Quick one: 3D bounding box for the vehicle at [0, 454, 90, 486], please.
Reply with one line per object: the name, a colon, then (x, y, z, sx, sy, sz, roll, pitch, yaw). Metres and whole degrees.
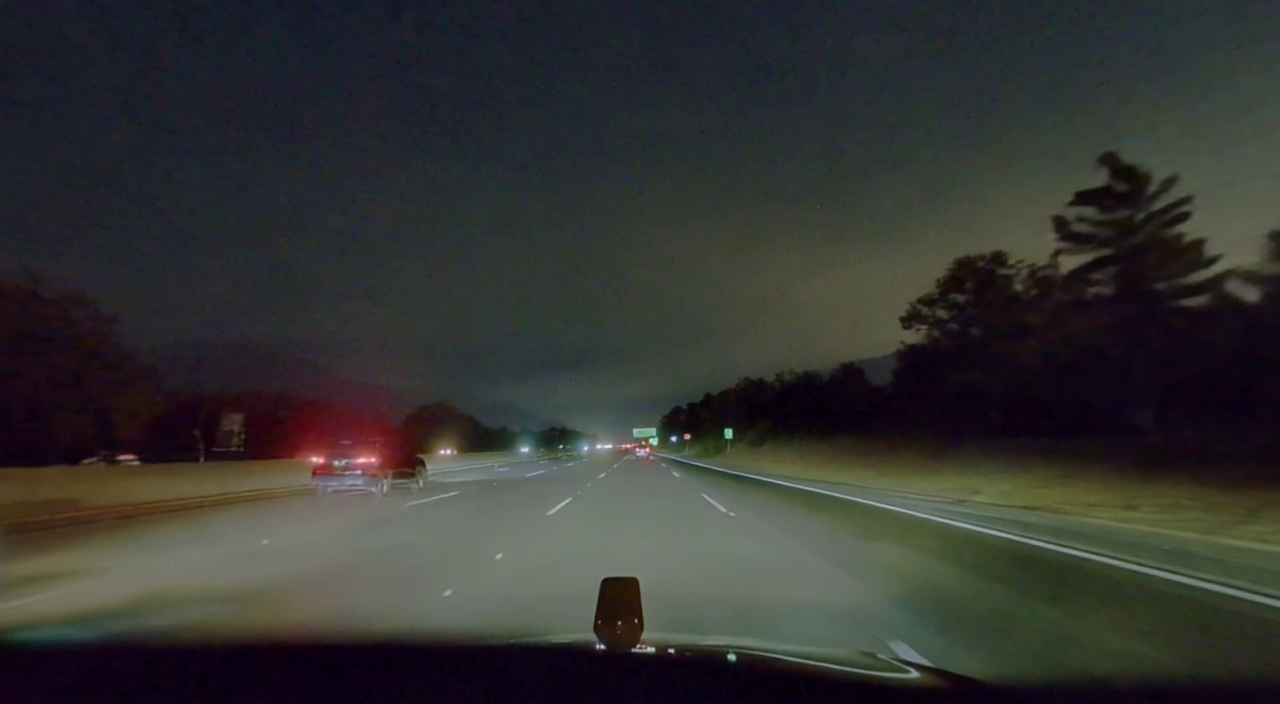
vehicle: (-32.505, 6.274, 33.860, 1.814, 1.477, 4.544, 0, -8, 1)

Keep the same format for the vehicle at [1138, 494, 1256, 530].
vehicle: (33.030, 9.476, 37.593, 1.821, 1.548, 4.860, 5, -10, -33)

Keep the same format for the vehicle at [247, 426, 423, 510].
vehicle: (-7.439, 2.869, 16.115, 2.032, 1.808, 4.776, 0, -8, 1)

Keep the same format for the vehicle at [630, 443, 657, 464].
vehicle: (0.230, 7.984, 49.742, 2.021, 1.528, 4.154, 0, -8, -1)
